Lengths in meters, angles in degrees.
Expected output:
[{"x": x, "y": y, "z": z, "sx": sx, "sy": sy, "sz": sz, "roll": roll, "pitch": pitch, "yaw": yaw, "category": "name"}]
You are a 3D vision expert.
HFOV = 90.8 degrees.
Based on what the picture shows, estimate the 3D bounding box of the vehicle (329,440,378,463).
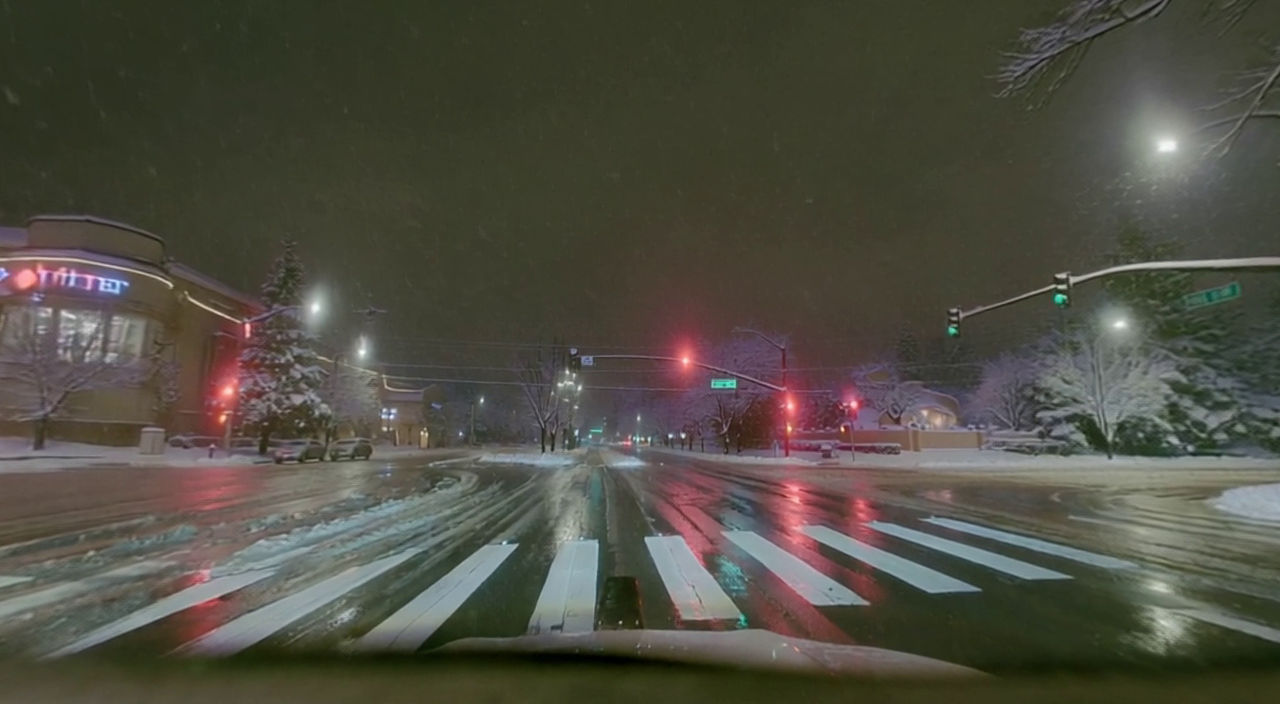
[{"x": -22.512, "y": 7.830, "z": 49.789, "sx": 2.023, "sy": 1.706, "sz": 4.756, "roll": 1, "pitch": -9, "yaw": -6, "category": "vehicle"}]

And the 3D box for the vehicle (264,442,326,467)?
[{"x": -21.842, "y": 6.500, "z": 40.202, "sx": 2.005, "sy": 1.496, "sz": 4.020, "roll": 1, "pitch": -9, "yaw": -6, "category": "vehicle"}]
